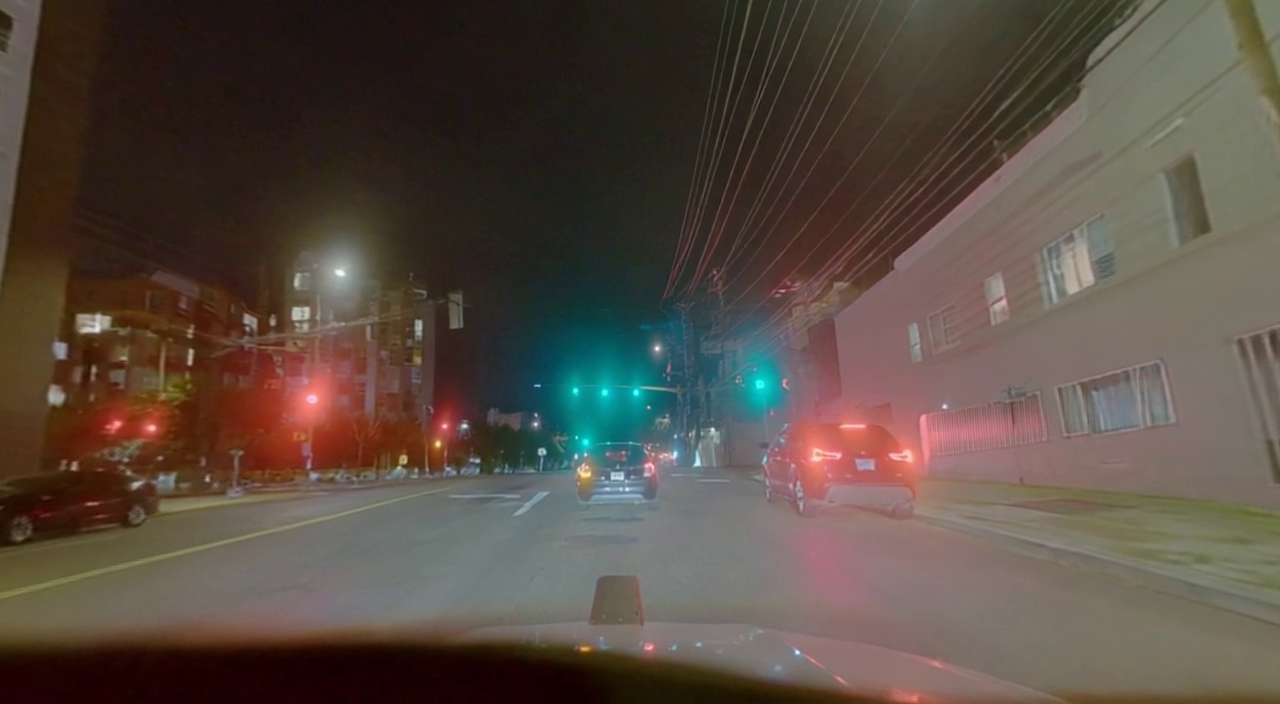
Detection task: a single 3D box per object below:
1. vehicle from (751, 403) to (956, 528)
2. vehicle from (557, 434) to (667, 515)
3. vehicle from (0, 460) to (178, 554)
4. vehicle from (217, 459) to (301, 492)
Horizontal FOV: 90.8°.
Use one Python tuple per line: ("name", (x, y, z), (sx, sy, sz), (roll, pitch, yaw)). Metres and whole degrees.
("vehicle", (3.817, 2.161, 12.544), (2.248, 1.945, 5.011), (0, -8, -1))
("vehicle", (-0.518, 2.557, 13.691), (2.019, 1.453, 4.129), (0, -8, 0))
("vehicle", (-11.915, 3.019, 12.561), (1.910, 1.498, 4.662), (-3, -8, 1))
("vehicle", (-25.301, 8.228, 42.015), (4.337, 1.739, 1.981), (-5, -11, 0))
